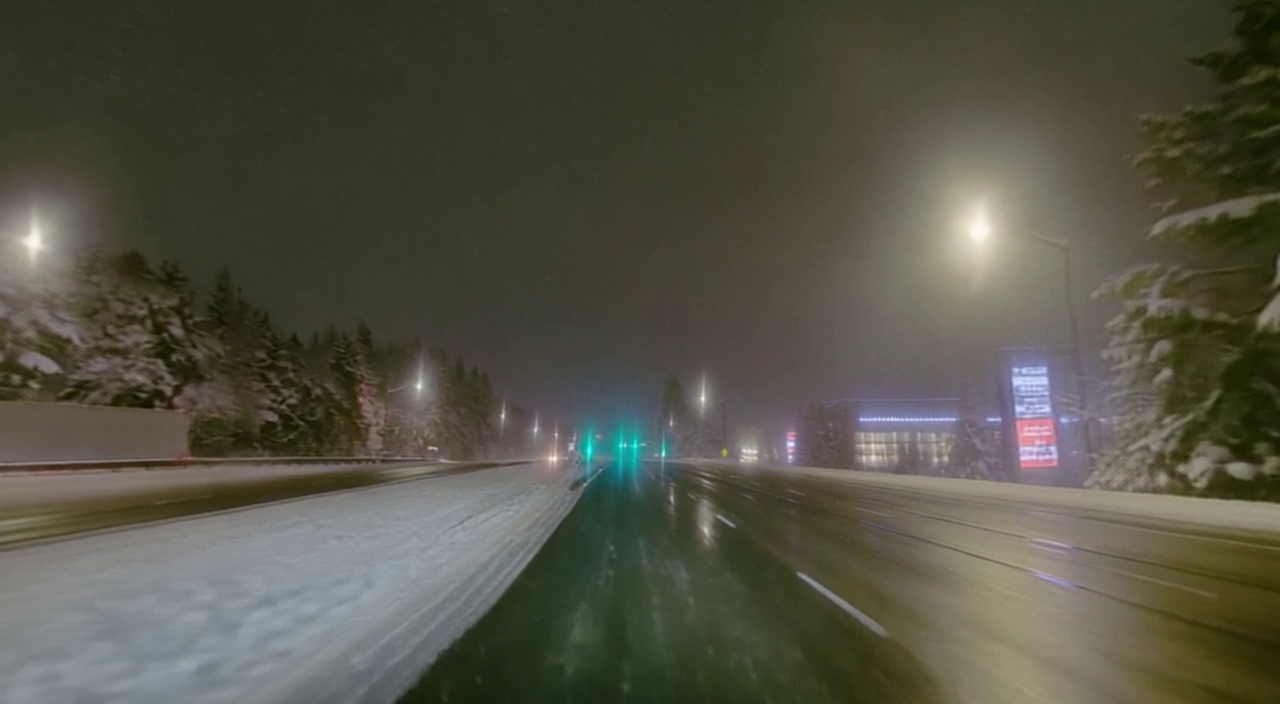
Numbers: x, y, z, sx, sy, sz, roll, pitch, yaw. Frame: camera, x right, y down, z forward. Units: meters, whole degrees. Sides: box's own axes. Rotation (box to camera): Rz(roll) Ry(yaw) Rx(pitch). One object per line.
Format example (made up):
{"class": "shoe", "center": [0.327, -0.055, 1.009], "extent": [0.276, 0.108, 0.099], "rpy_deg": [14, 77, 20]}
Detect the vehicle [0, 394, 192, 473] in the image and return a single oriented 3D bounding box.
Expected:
{"class": "vehicle", "center": [-36.560, 4.946, 37.699], "extent": [3.270, 4.373, 16.531], "rpy_deg": [-4, -9, 22]}
